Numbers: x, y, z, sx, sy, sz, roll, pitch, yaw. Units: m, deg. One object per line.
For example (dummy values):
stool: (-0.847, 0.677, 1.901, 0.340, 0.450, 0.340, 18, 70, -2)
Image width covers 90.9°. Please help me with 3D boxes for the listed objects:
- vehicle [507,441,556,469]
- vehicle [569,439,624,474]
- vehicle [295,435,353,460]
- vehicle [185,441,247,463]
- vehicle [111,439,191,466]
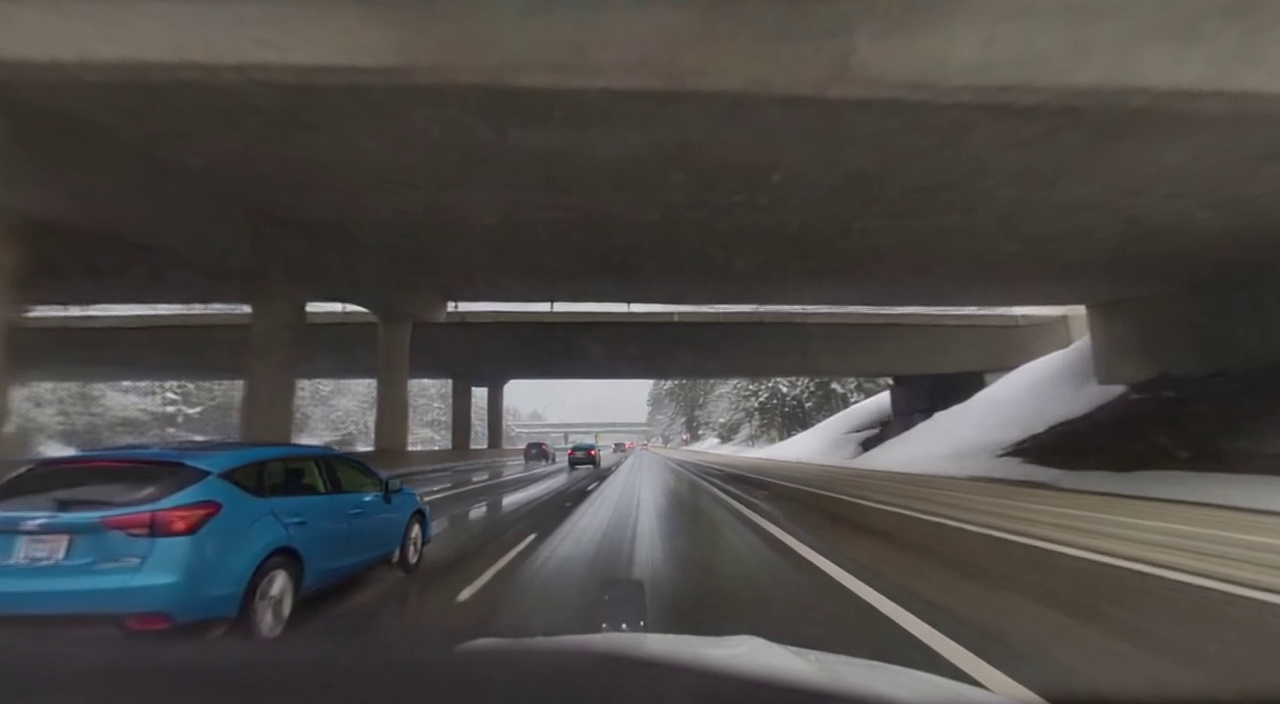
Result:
vehicle: (-6.578, 6.308, 38.850, 2.069, 1.551, 4.830, 0, -8, 1)
vehicle: (-2.100, 5.247, 31.851, 2.210, 1.628, 4.586, -1, -8, 3)
vehicle: (-23.954, 7.265, 48.028, 1.899, 1.729, 4.753, 0, -8, 0)
vehicle: (-28.047, 6.610, 41.823, 1.578, 1.429, 3.524, -1, -8, 2)
vehicle: (-31.842, 6.561, 41.219, 2.010, 1.619, 3.988, 0, -8, 1)
